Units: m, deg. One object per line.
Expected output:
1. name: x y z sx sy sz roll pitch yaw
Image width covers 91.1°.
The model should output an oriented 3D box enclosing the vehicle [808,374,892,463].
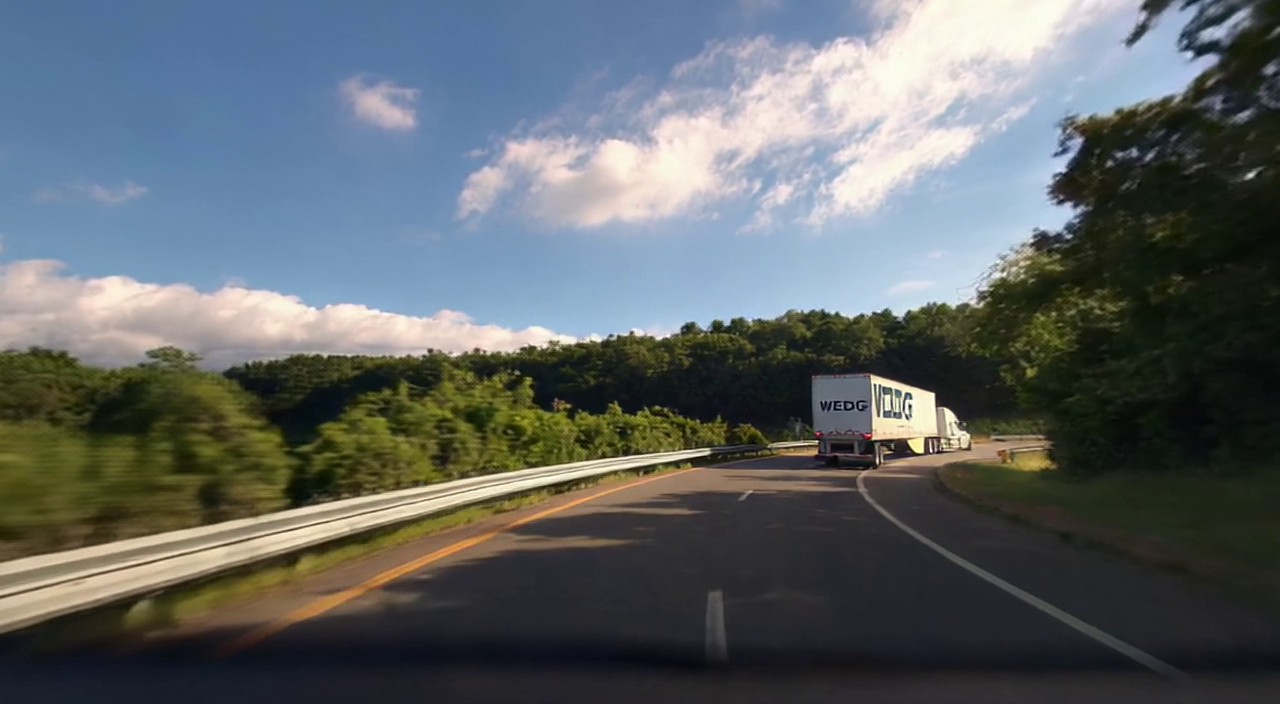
1. vehicle: 9.620 3.071 28.743 2.963 3.771 3.137 -4 -9 29

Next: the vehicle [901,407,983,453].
1. vehicle: 18.457 4.783 38.180 6.650 2.524 2.120 8 -11 -43
